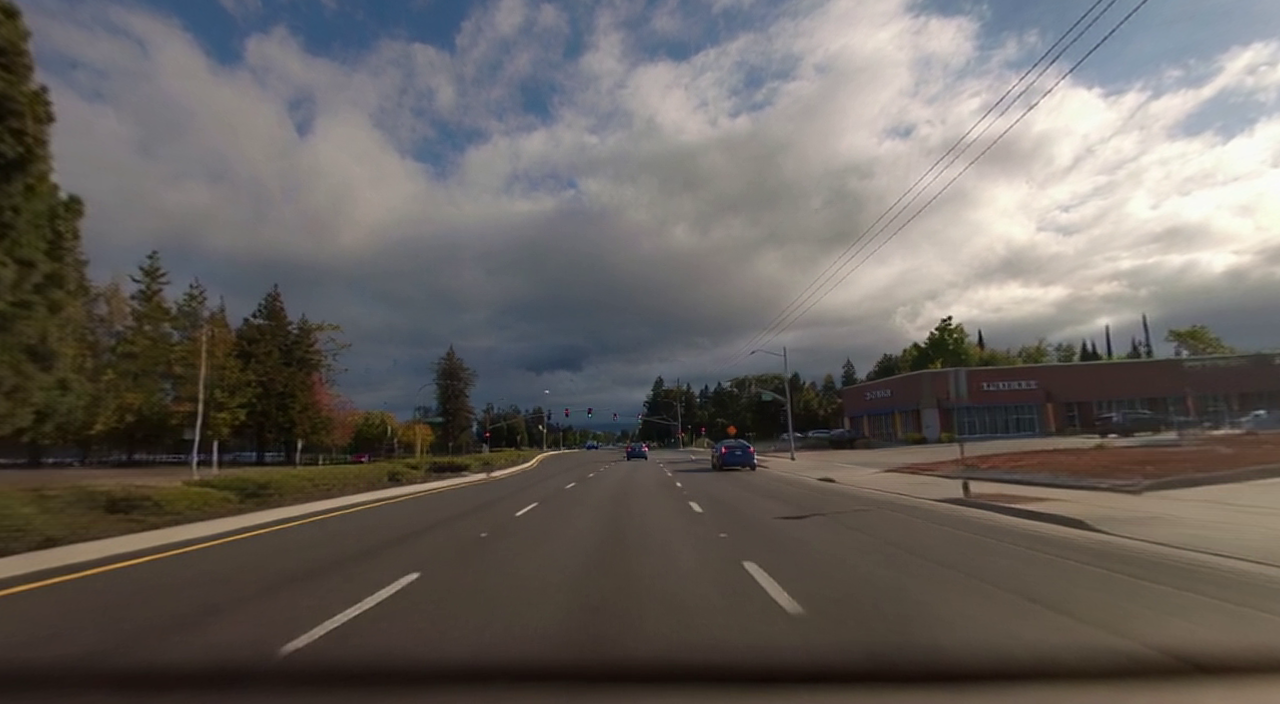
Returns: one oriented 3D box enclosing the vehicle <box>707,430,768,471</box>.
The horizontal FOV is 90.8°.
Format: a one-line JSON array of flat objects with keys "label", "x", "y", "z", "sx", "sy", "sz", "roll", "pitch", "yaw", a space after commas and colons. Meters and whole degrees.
[{"label": "vehicle", "x": 5.114, "y": 5.292, "z": 34.114, "sx": 2.476, "sy": 2.016, "sz": 5.586, "roll": 0, "pitch": -8, "yaw": 1}]
